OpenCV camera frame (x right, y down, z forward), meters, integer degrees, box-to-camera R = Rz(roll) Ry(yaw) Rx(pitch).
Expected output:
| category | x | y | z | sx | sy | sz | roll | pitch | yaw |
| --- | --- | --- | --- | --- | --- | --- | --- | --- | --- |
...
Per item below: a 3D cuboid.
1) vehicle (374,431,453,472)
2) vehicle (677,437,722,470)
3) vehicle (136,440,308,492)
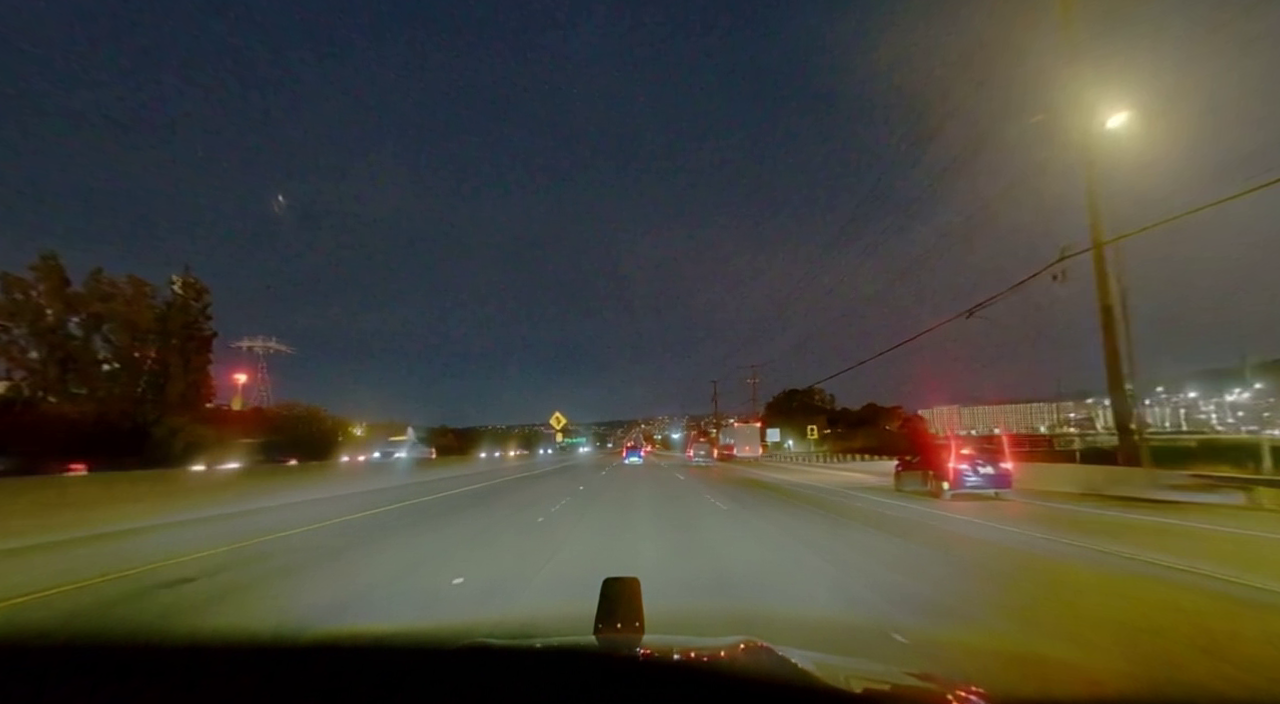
| category | x | y | z | sx | sy | sz | roll | pitch | yaw |
| --- | --- | --- | --- | --- | --- | --- | --- | --- | --- |
| vehicle | -13.785 | 6.151 | 39.054 | 2.308 | 2.270 | 7.009 | 0 | -9 | 0 |
| vehicle | 3.404 | 5.955 | 37.020 | 2.036 | 1.796 | 4.470 | 0 | -9 | -2 |
| vehicle | -13.409 | 3.691 | 20.818 | 2.057 | 1.477 | 5.327 | 0 | -9 | 0 |
